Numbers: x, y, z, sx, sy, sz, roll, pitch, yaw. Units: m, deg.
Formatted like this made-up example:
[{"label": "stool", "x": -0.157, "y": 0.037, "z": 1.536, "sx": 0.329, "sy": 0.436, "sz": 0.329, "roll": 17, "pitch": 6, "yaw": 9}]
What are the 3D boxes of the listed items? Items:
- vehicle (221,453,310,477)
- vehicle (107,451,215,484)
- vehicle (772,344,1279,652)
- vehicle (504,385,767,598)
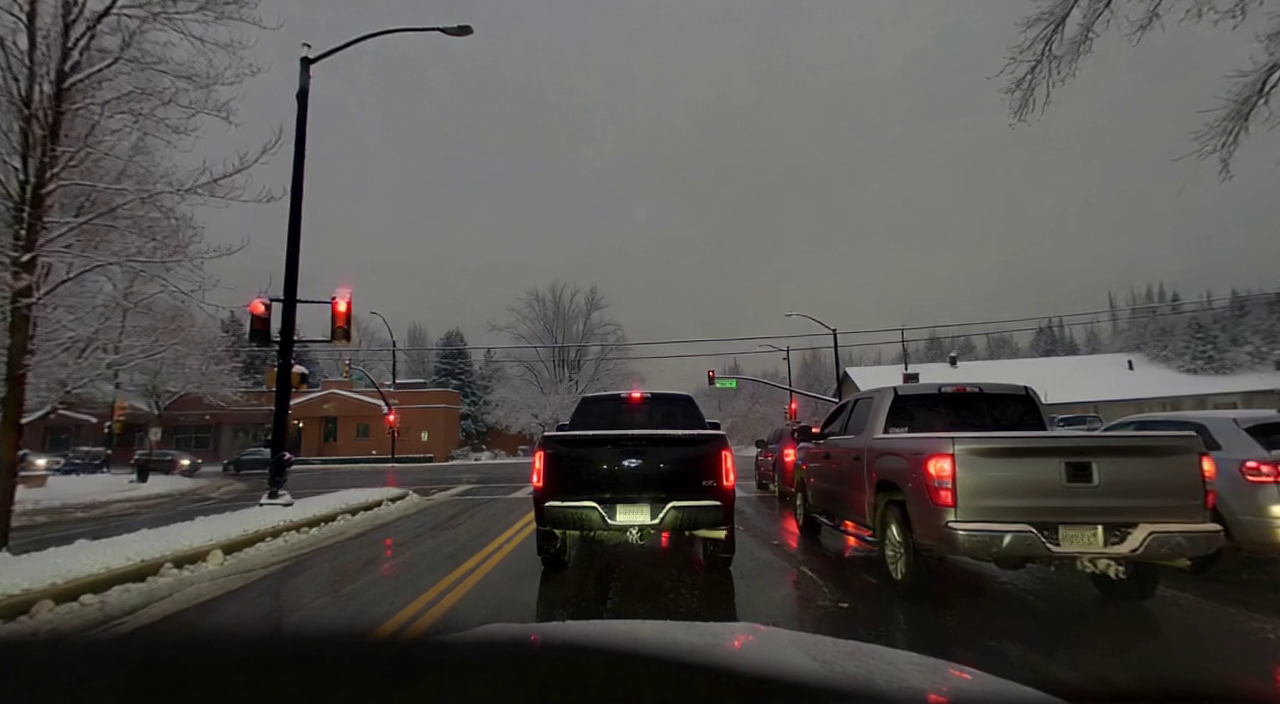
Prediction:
[{"label": "vehicle", "x": -24.860, "y": 7.523, "z": 42.113, "sx": 4.610, "sy": 1.482, "sz": 1.940, "roll": 1, "pitch": -9, "yaw": -10}, {"label": "vehicle", "x": -26.378, "y": 6.334, "z": 35.018, "sx": 4.437, "sy": 1.669, "sz": 1.936, "roll": 5, "pitch": -10, "yaw": -30}, {"label": "vehicle", "x": 3.312, "y": 1.333, "z": 6.922, "sx": 2.412, "sy": 1.953, "sz": 5.682, "roll": 0, "pitch": -9, "yaw": -1}, {"label": "vehicle", "x": -0.062, "y": 1.570, "z": 8.005, "sx": 2.240, "sy": 1.821, "sz": 5.001, "roll": 0, "pitch": -9, "yaw": -1}]
